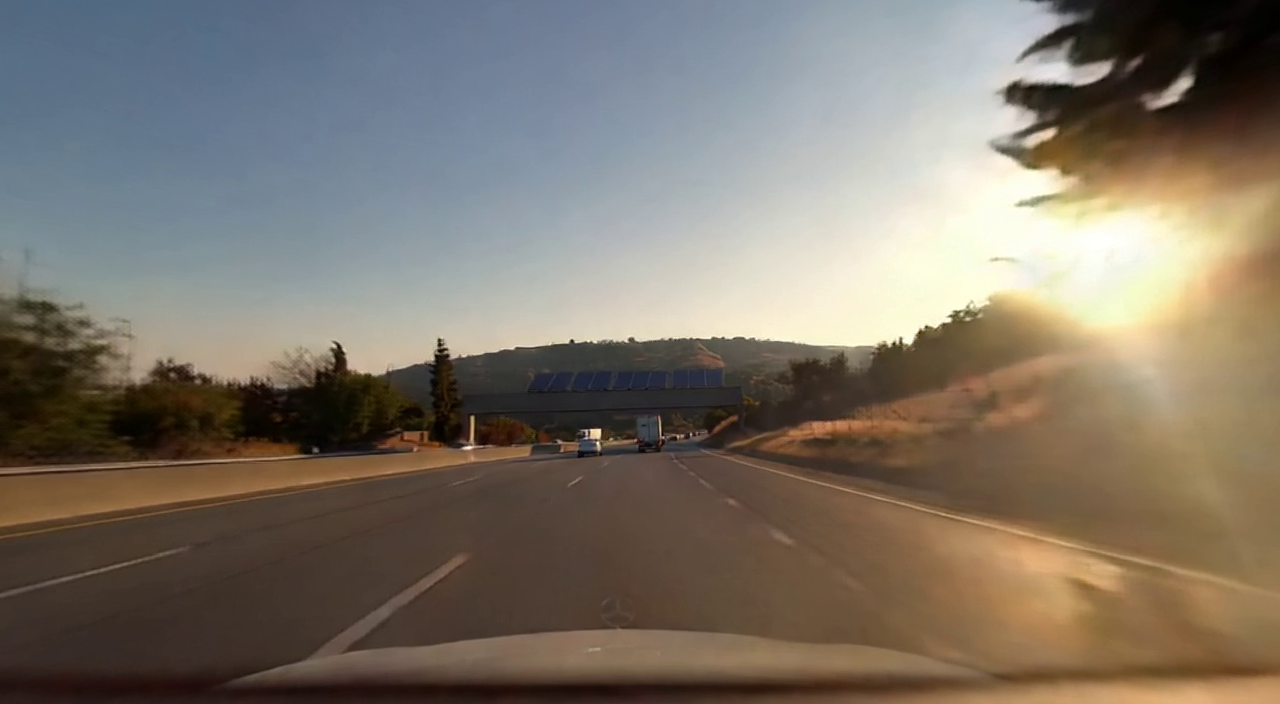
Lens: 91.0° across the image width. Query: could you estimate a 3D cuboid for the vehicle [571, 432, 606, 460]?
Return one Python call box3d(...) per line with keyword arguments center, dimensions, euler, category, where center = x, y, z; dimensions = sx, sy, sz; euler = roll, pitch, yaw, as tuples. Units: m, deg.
box3d(center=(-3.730, 6.966, 46.557), dimensions=(2.130, 1.935, 4.817), euler=(-1, -8, 1), category="vehicle")
